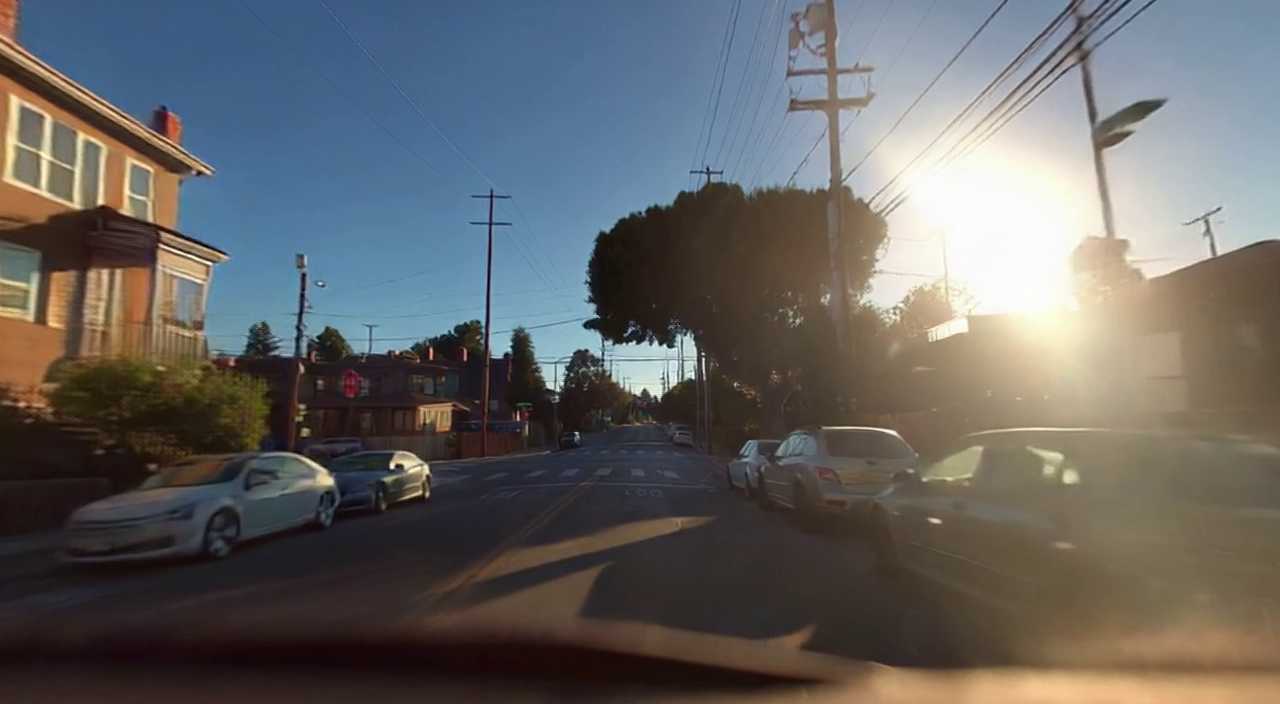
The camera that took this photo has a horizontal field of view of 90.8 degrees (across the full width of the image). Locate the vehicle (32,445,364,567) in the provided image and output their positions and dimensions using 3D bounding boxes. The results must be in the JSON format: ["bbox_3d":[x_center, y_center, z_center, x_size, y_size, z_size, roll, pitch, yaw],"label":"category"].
[{"bbox_3d":[-6.383,2.207,9.995,2.098,1.454,4.449,0,-8,-1],"label":"vehicle"}]

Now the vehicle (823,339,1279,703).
[{"bbox_3d":[3.283,1.211,5.010,2.086,1.759,5.461,0,-8,1],"label":"vehicle"}]
